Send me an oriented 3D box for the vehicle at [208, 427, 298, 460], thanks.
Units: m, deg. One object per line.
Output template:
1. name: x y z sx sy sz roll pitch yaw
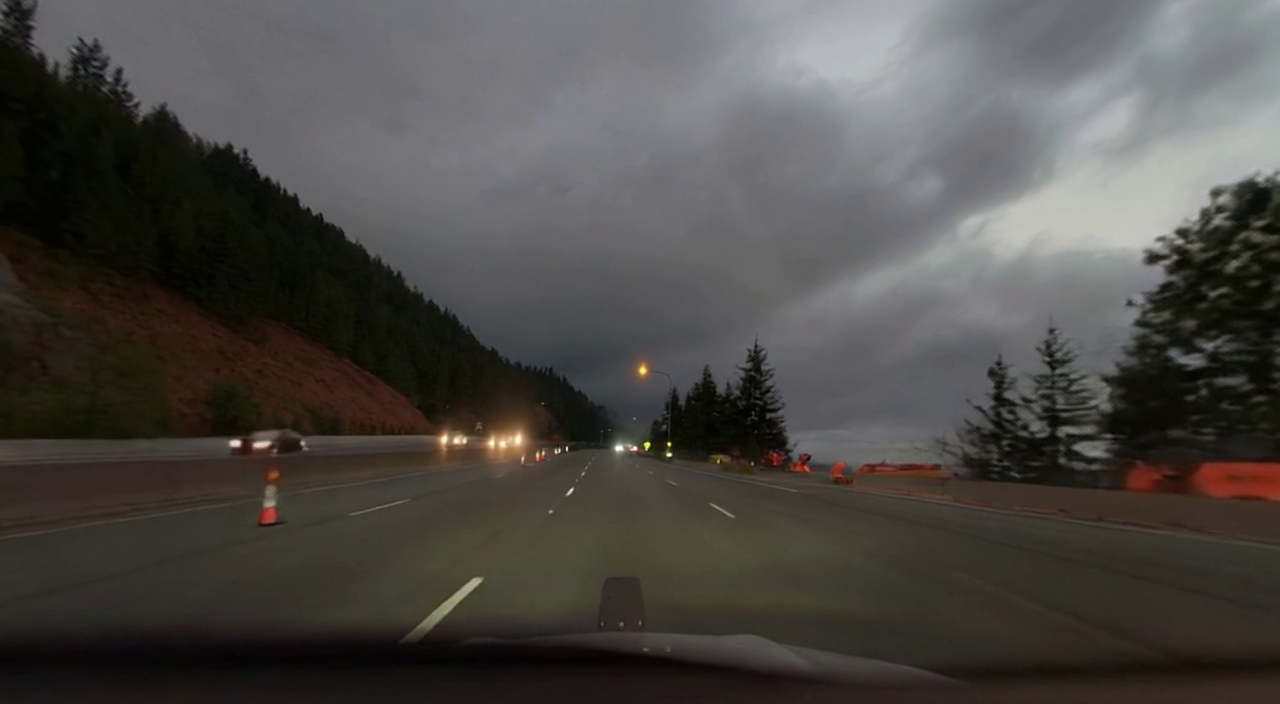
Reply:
1. vehicle: -19.570 4.690 32.149 1.885 1.562 4.312 1 -9 -1
